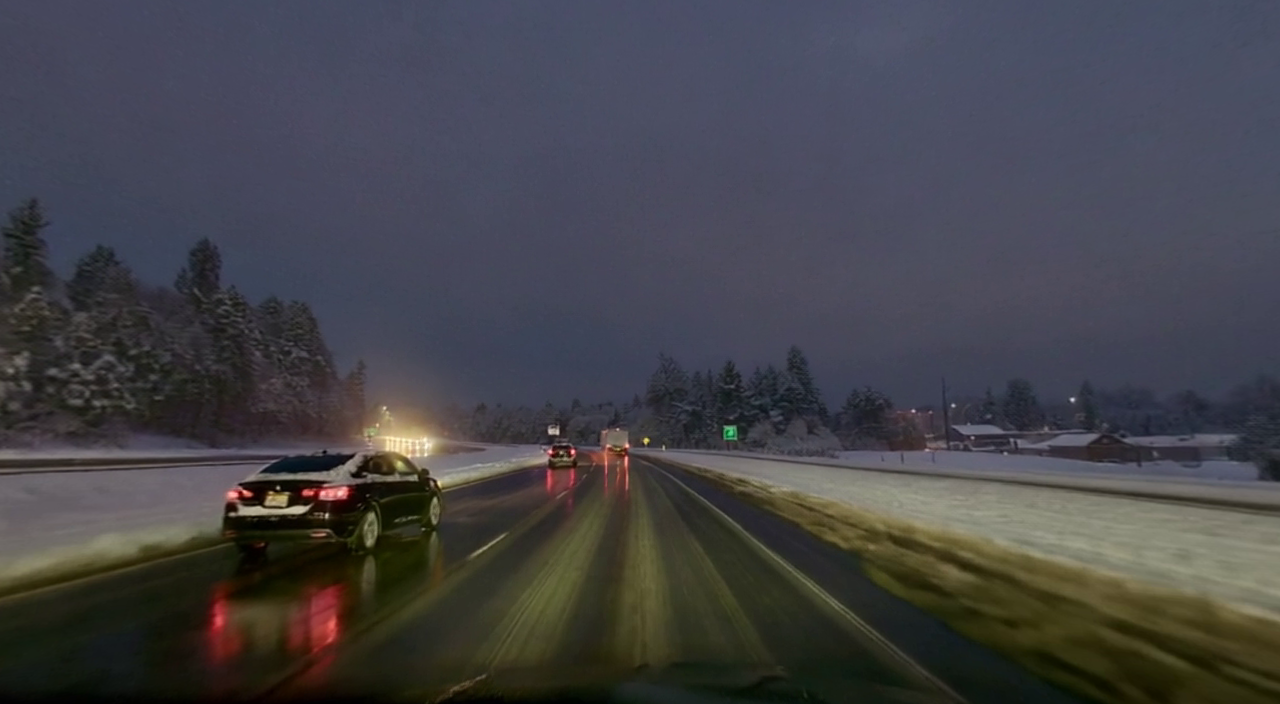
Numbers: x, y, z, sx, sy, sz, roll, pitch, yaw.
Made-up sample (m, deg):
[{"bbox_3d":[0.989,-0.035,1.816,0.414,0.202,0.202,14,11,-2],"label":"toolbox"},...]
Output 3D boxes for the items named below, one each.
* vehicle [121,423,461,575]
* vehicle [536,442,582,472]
[{"bbox_3d":[-4.164,1.829,8.695,2.012,1.510,4.672,0,-9,0],"label":"vehicle"},{"bbox_3d":[-4.154,5.440,32.770,1.965,1.459,4.145,0,-9,-2],"label":"vehicle"}]
